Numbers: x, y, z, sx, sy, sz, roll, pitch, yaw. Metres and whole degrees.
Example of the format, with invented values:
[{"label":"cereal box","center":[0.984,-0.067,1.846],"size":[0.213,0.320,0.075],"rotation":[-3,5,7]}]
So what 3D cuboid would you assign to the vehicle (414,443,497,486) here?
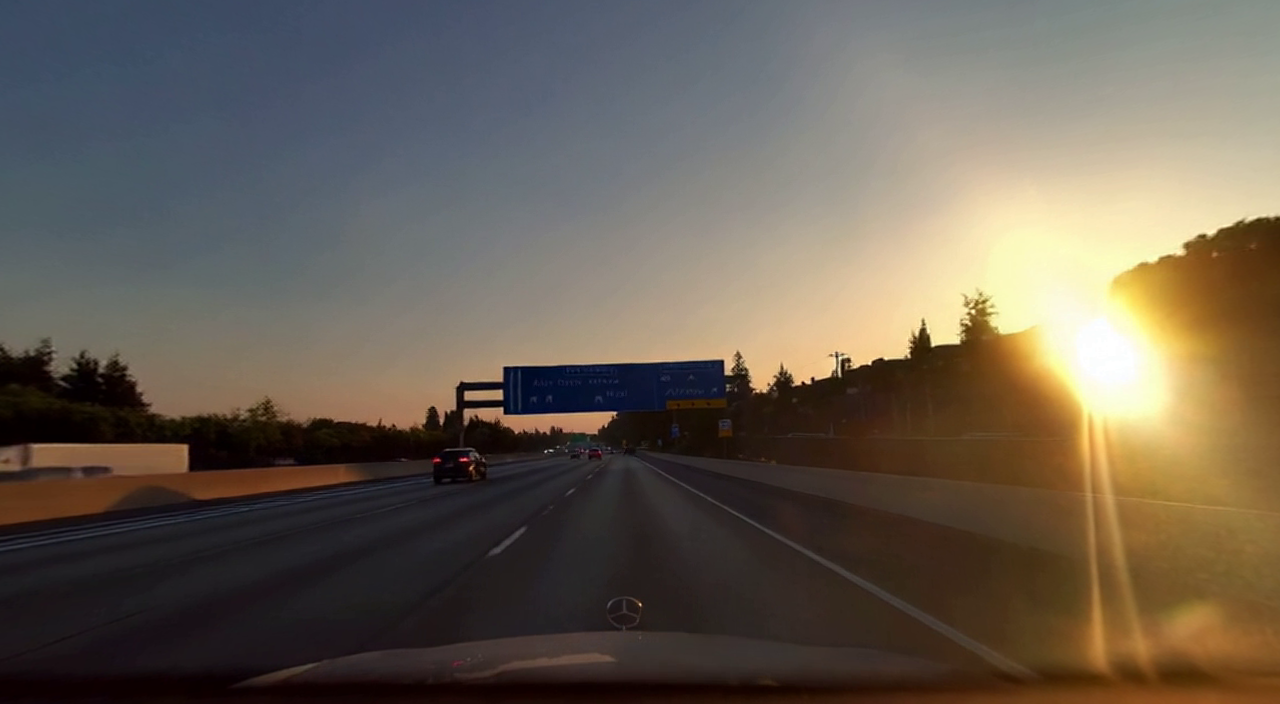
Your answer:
[{"label":"vehicle","center":[-7.384,4.543,25.724],"size":[2.098,1.606,4.227],"rotation":[0,-9,0]}]
